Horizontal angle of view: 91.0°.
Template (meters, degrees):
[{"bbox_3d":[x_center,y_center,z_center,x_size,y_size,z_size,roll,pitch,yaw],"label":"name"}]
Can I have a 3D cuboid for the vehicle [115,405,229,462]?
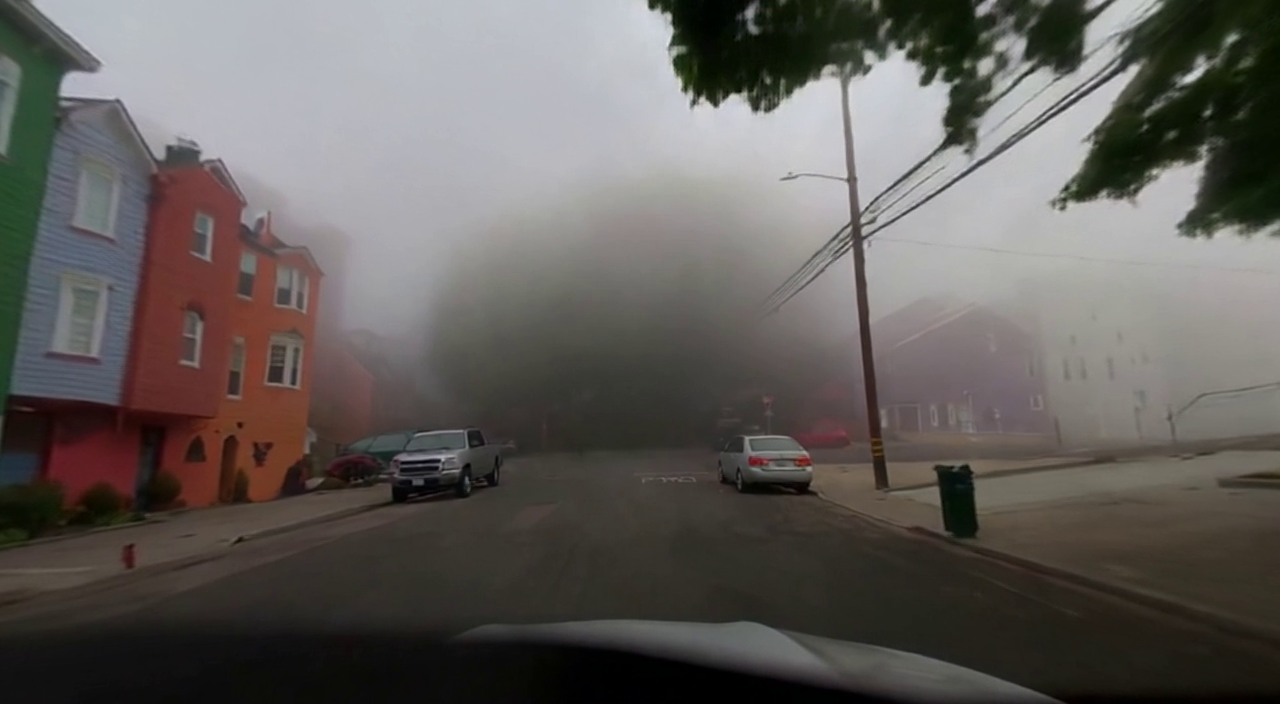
[{"bbox_3d":[-31.358,5.333,42.550,2.473,2.922,6.719,0,1,3],"label":"vehicle"}]

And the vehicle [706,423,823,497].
[{"bbox_3d":[3.350,3.002,18.055,2.109,1.811,4.886,0,-8,-3],"label":"vehicle"}]

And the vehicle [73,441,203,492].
[{"bbox_3d":[-15.932,3.589,20.209,1.563,1.433,3.492,0,-8,-7],"label":"vehicle"}]

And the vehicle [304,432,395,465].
[{"bbox_3d":[-17.216,5.726,37.445,4.417,1.703,2.093,-1,-3,1],"label":"vehicle"}]

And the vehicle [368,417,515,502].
[{"bbox_3d":[-5.560,3.104,18.881,2.480,2.084,6.353,0,-8,-1],"label":"vehicle"}]
